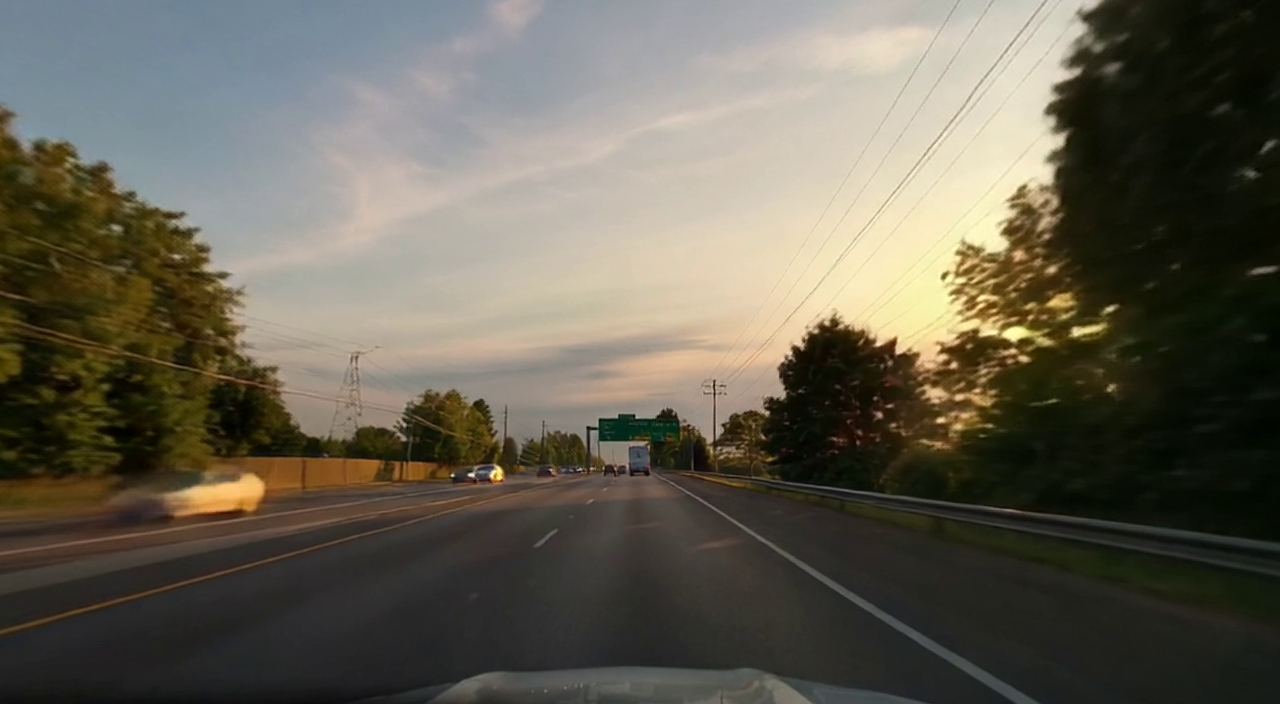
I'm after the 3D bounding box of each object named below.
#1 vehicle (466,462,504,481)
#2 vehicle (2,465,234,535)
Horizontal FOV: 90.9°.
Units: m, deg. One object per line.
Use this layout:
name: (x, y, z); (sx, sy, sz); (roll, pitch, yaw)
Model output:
vehicle: (-11.889, 9.211, 48.604); (1.877, 1.429, 3.879); (0, -11, 0)
vehicle: (-12.471, 3.535, 15.564); (1.945, 1.434, 4.412); (0, -10, -1)
